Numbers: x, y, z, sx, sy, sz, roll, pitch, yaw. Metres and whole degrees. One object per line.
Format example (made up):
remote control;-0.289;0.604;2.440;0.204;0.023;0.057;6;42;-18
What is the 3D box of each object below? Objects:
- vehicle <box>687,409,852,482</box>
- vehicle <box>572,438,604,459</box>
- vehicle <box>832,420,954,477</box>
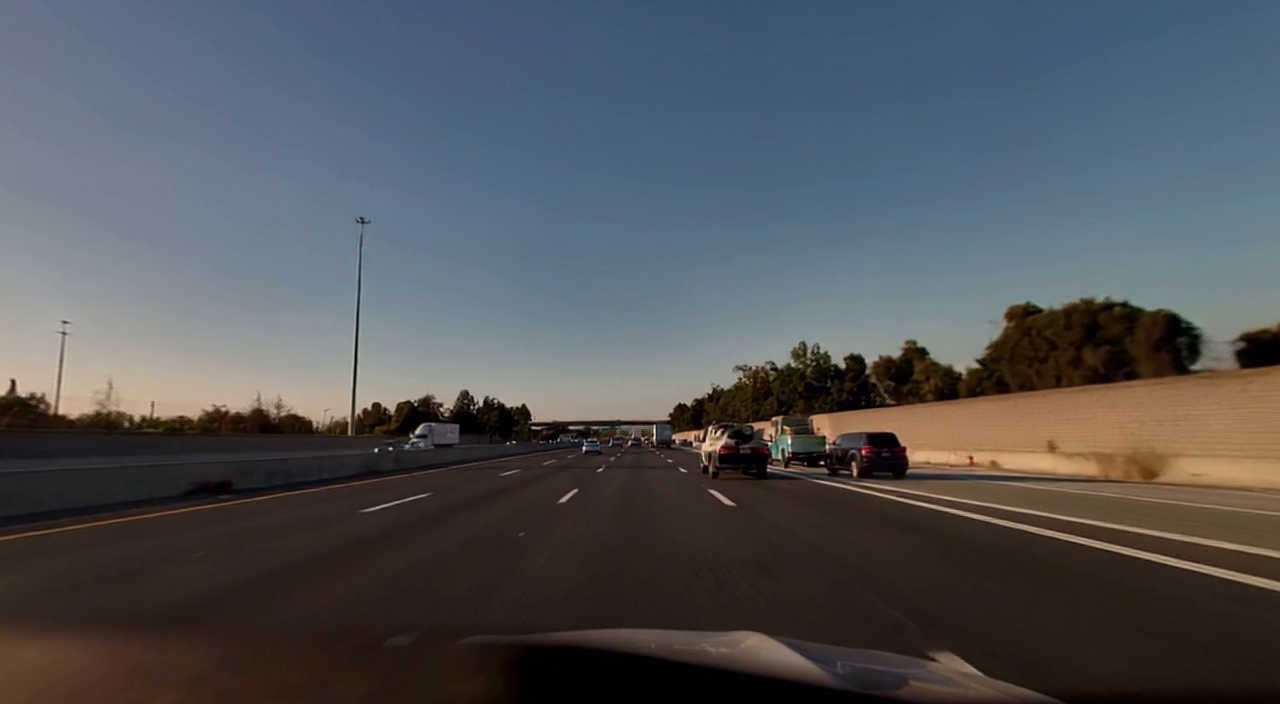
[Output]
vehicle;4.089;3.613;24.360;3.042;2.004;14.051;0;-8;-2
vehicle;-3.869;7.297;47.569;2.066;1.500;4.415;0;-8;0
vehicle;9.328;3.646;23.877;2.184;1.873;5.466;0;-8;-2
